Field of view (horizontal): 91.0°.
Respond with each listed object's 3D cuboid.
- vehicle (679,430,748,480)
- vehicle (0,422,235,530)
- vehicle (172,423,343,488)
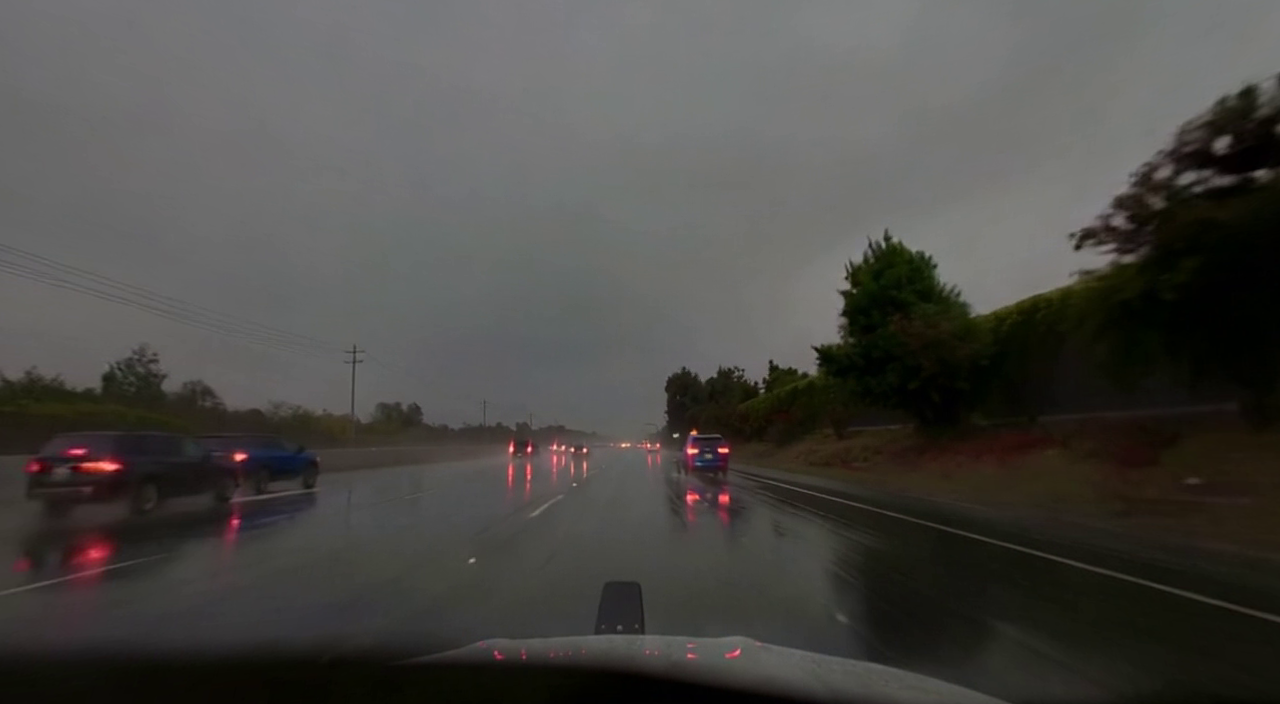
[{"bbox_3d":[2.974,4.290,26.514,2.184,1.892,4.763,0,-8,-2],"label":"vehicle"},{"bbox_3d":[-11.273,2.524,13.427,2.137,1.873,4.687,0,-8,-1],"label":"vehicle"},{"bbox_3d":[-14.957,4.124,25.361,2.736,2.262,6.533,0,-8,0],"label":"vehicle"}]
